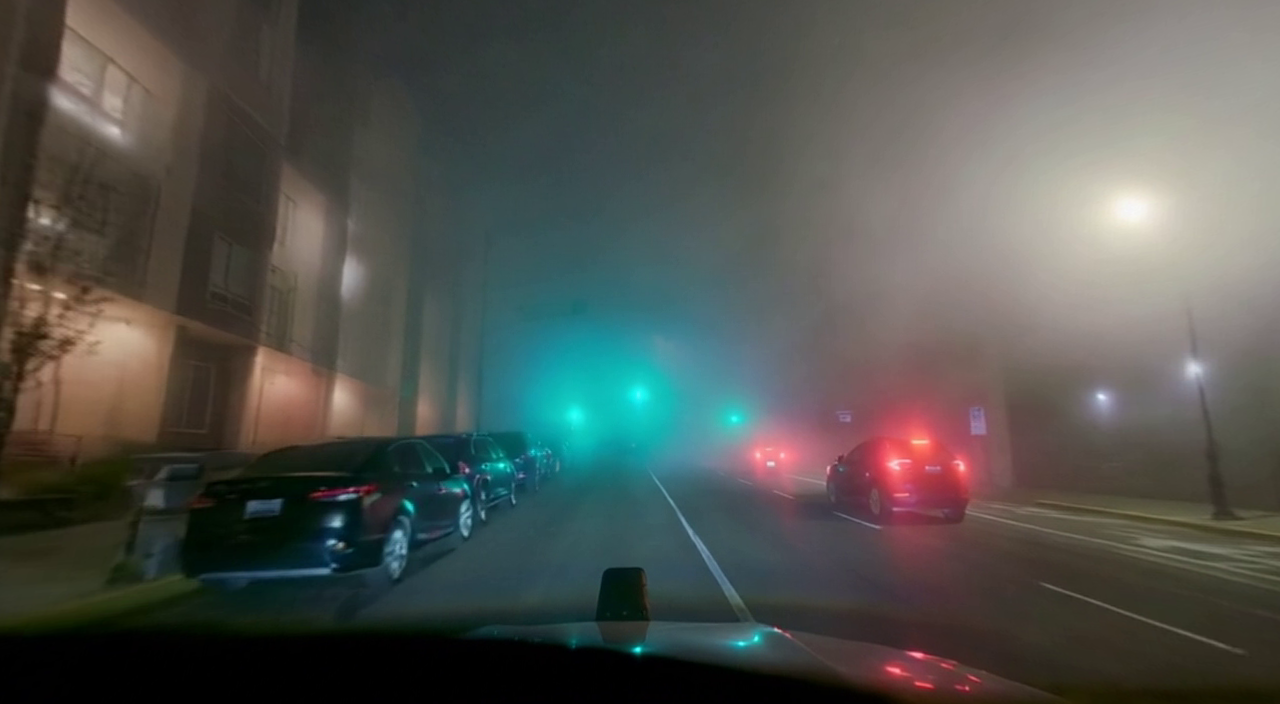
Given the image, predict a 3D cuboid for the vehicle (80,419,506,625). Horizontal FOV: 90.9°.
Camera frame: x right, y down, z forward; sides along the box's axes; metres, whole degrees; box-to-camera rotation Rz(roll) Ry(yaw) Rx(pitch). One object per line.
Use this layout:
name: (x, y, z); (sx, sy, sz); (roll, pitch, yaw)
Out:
vehicle: (-3.081, 1.614, 7.165); (2.121, 1.490, 4.910); (0, -8, -1)

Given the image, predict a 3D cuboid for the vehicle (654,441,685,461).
vehicle: (2.203, 7.573, 48.414); (2.182, 1.450, 4.013); (0, -8, -1)

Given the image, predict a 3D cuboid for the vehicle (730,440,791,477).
vehicle: (5.085, 4.540, 27.007); (1.799, 1.463, 3.464); (0, -8, -2)

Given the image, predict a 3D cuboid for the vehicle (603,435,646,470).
vehicle: (-0.741, 5.238, 33.021); (2.122, 1.689, 3.885); (0, -8, 0)

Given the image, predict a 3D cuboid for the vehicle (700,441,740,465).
vehicle: (5.157, 6.579, 41.175); (1.917, 1.467, 4.452); (0, -8, -1)

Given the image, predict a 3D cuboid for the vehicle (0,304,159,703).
vehicle: (-3.446, 0.470, 0.416); (2.187, 1.819, 5.101); (0, -8, 0)

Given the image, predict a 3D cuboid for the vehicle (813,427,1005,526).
vehicle: (4.985, 2.353, 12.448); (1.891, 1.599, 4.173); (0, -8, -1)
